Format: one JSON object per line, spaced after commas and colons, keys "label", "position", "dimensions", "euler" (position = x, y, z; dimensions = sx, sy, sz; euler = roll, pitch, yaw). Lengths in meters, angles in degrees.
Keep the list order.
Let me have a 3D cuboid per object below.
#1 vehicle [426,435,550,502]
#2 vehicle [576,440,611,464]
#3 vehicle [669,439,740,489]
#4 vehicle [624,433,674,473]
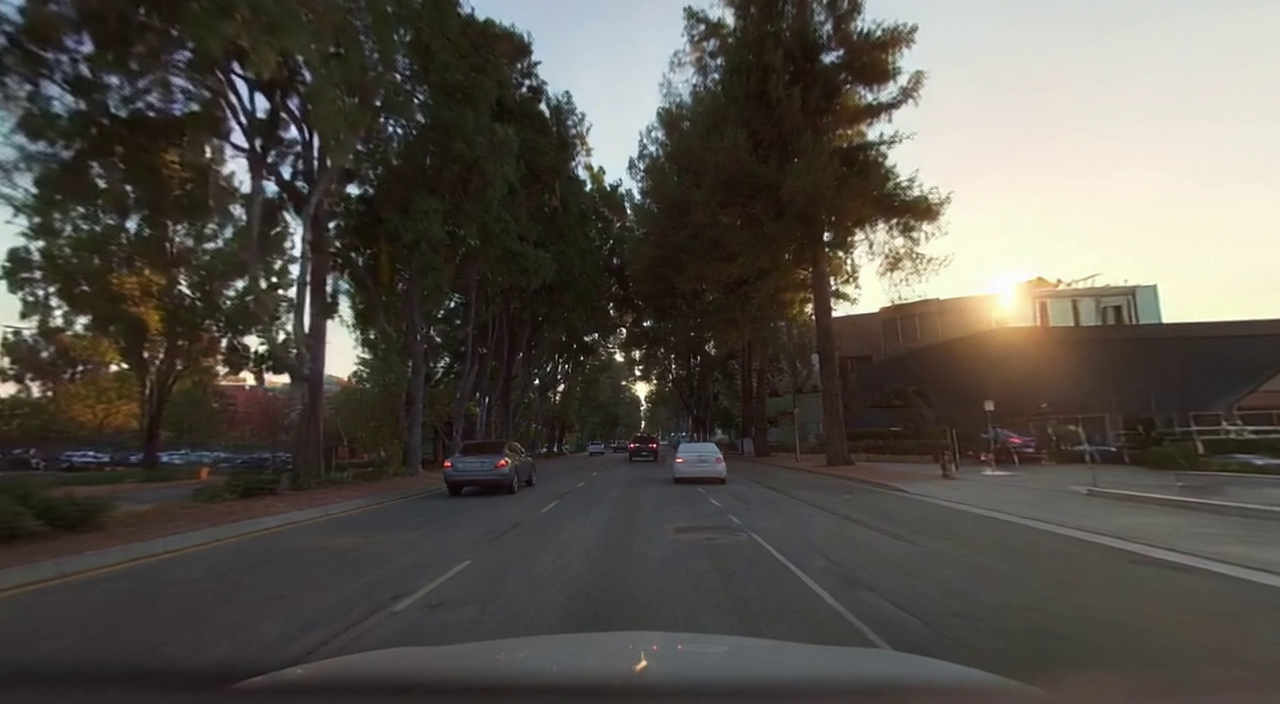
{"label": "vehicle", "position": [-3.800, 3.000, 16.788], "dimensions": [2.003, 1.507, 4.808], "euler": [0, -8, 1]}
{"label": "vehicle", "position": [-3.257, 7.124, 45.015], "dimensions": [2.062, 1.641, 4.193], "euler": [0, -8, 1]}
{"label": "vehicle", "position": [2.054, 3.604, 20.685], "dimensions": [2.086, 1.466, 4.026], "euler": [-1, -8, 5]}
{"label": "vehicle", "position": [0.469, 4.973, 31.193], "dimensions": [2.289, 1.808, 4.033], "euler": [0, -8, 1]}
